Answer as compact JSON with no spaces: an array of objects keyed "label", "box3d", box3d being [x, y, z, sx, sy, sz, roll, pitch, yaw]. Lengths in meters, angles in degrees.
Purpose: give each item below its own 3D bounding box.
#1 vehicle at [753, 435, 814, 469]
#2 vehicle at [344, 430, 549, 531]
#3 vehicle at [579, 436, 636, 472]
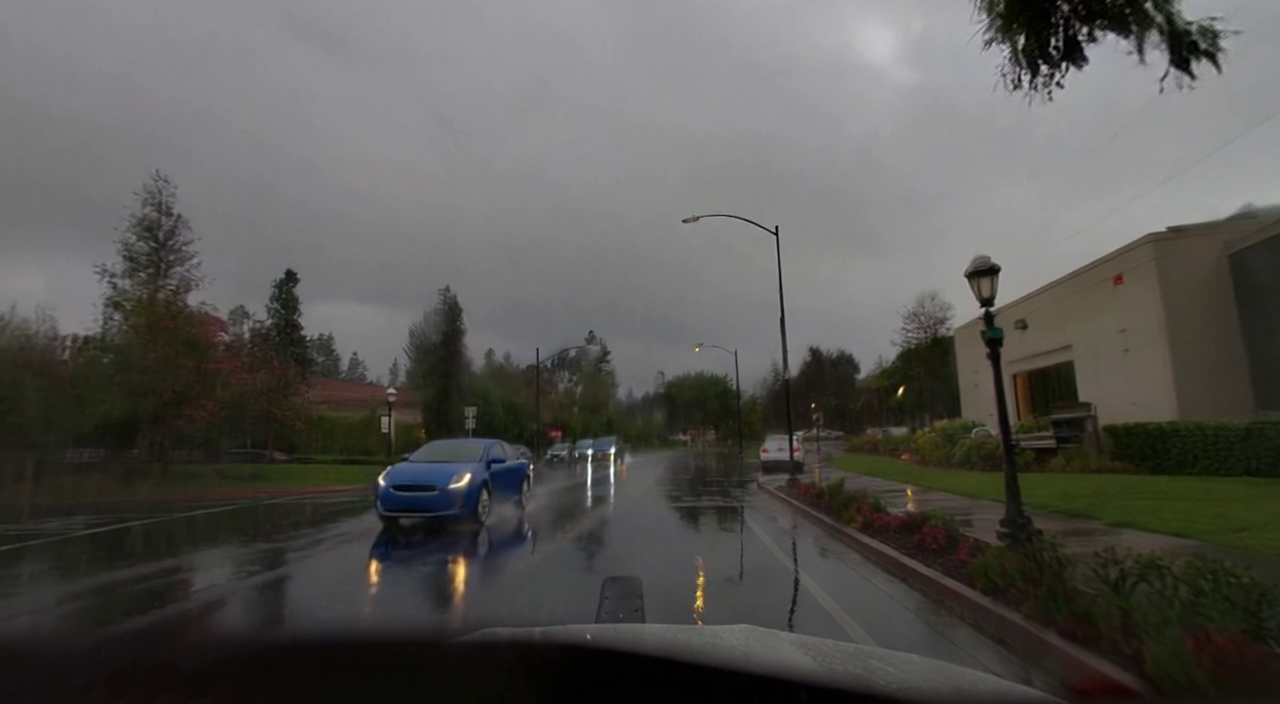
[{"label":"vehicle","box3d":[6.678,4.696,29.792,1.918,1.461,4.419,0,-8,1]},{"label":"vehicle","box3d":[-3.286,2.298,11.918,2.056,1.508,4.596,-1,-9,5]},{"label":"vehicle","box3d":[-1.544,5.091,31.746,2.110,1.651,4.410,-1,-9,7]}]
